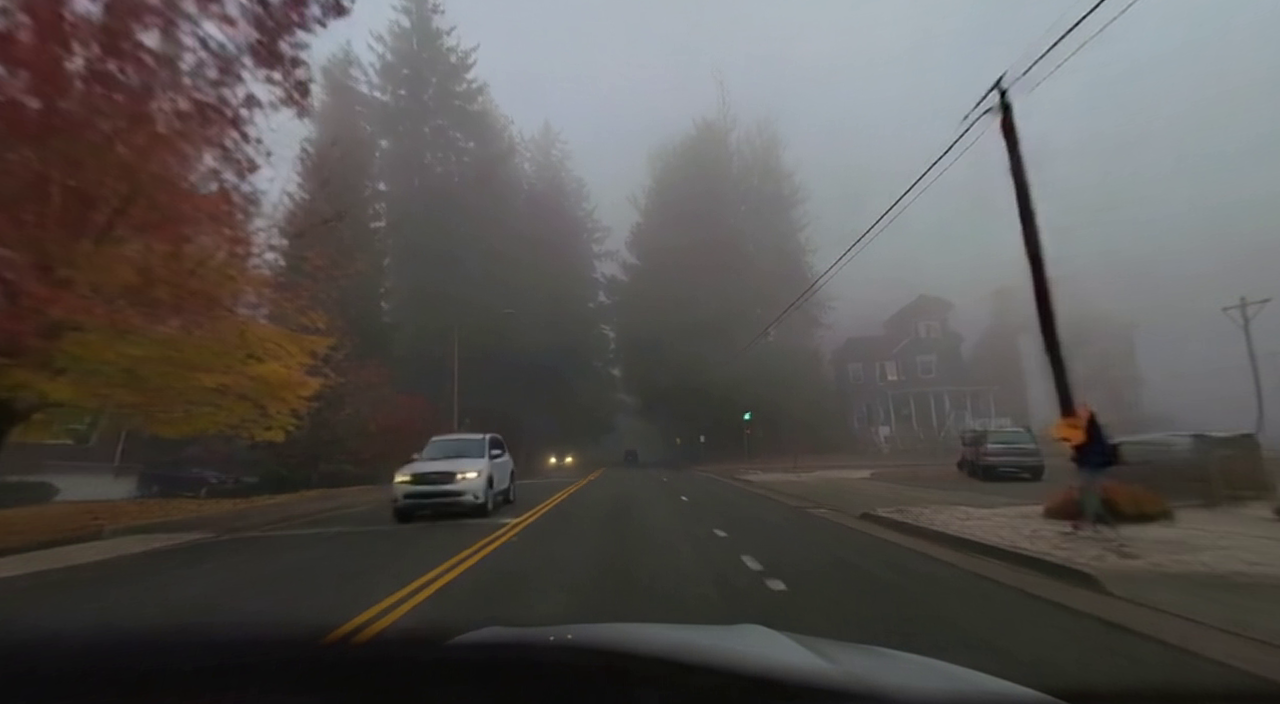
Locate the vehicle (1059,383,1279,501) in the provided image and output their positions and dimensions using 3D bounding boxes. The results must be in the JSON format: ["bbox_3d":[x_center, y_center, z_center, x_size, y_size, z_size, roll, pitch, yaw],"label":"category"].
[{"bbox_3d":[9.529,1.669,11.590,2.051,1.687,4.858,-4,-10,22],"label":"vehicle"}]

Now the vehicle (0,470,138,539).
[{"bbox_3d":[-15.029,3.594,15.087,4.649,1.423,1.850,-1,-9,6],"label":"vehicle"}]

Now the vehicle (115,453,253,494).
[{"bbox_3d":[-22.137,5.887,30.799,5.117,1.766,2.239,-2,-7,3],"label":"vehicle"}]

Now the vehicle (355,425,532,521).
[{"bbox_3d":[-3.957,2.568,13.845,2.356,1.702,4.700,-1,-9,0],"label":"vehicle"}]

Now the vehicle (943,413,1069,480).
[{"bbox_3d":[11.954,3.178,21.096,2.028,1.935,5.021,-2,-9,11],"label":"vehicle"}]
